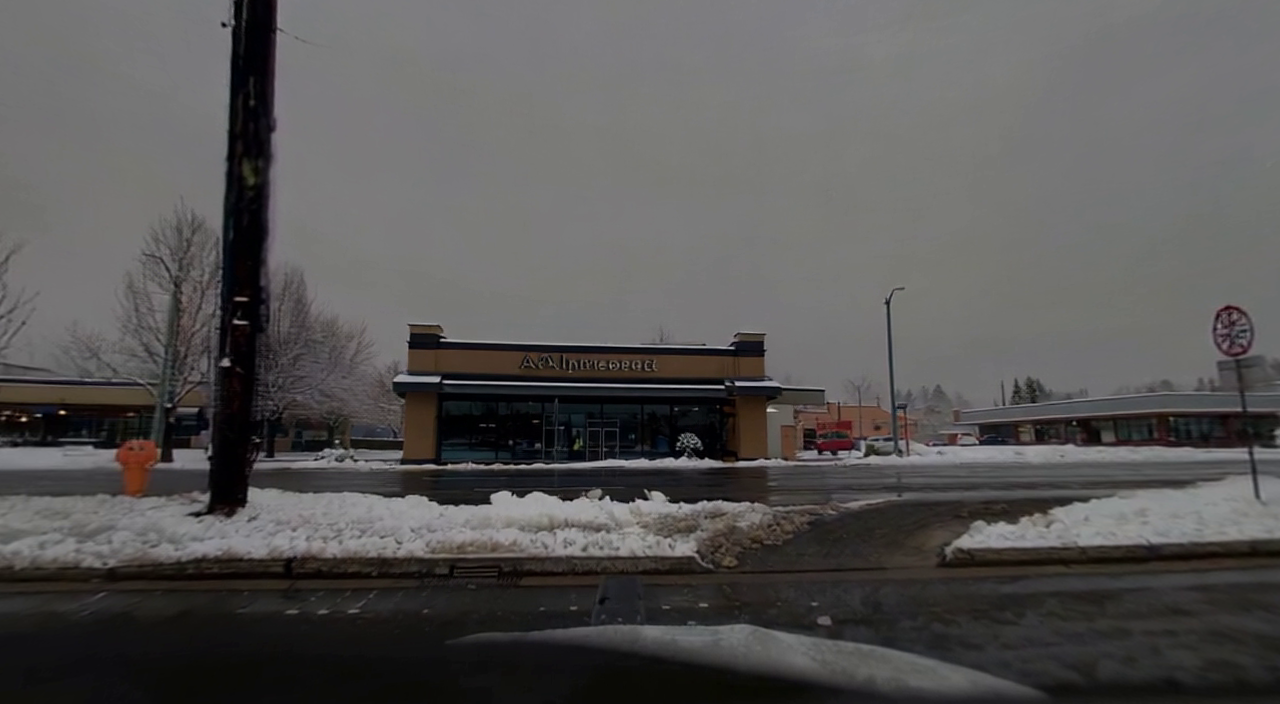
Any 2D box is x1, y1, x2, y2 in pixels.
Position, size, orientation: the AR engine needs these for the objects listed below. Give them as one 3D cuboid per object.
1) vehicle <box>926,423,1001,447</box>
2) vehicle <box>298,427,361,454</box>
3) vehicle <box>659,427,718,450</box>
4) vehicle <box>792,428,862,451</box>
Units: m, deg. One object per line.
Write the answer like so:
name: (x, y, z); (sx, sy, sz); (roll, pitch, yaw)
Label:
vehicle: (25.242, 6.550, 49.407); (4.838, 1.799, 1.914); (-7, -11, 38)
vehicle: (-20.385, 5.818, 41.390); (4.596, 1.680, 1.936); (-7, -11, 41)
vehicle: (3.206, 5.903, 42.922); (1.812, 1.468, 4.519); (5, -10, -29)
vehicle: (12.595, 5.947, 42.870); (1.791, 1.453, 4.593); (5, -10, -29)
